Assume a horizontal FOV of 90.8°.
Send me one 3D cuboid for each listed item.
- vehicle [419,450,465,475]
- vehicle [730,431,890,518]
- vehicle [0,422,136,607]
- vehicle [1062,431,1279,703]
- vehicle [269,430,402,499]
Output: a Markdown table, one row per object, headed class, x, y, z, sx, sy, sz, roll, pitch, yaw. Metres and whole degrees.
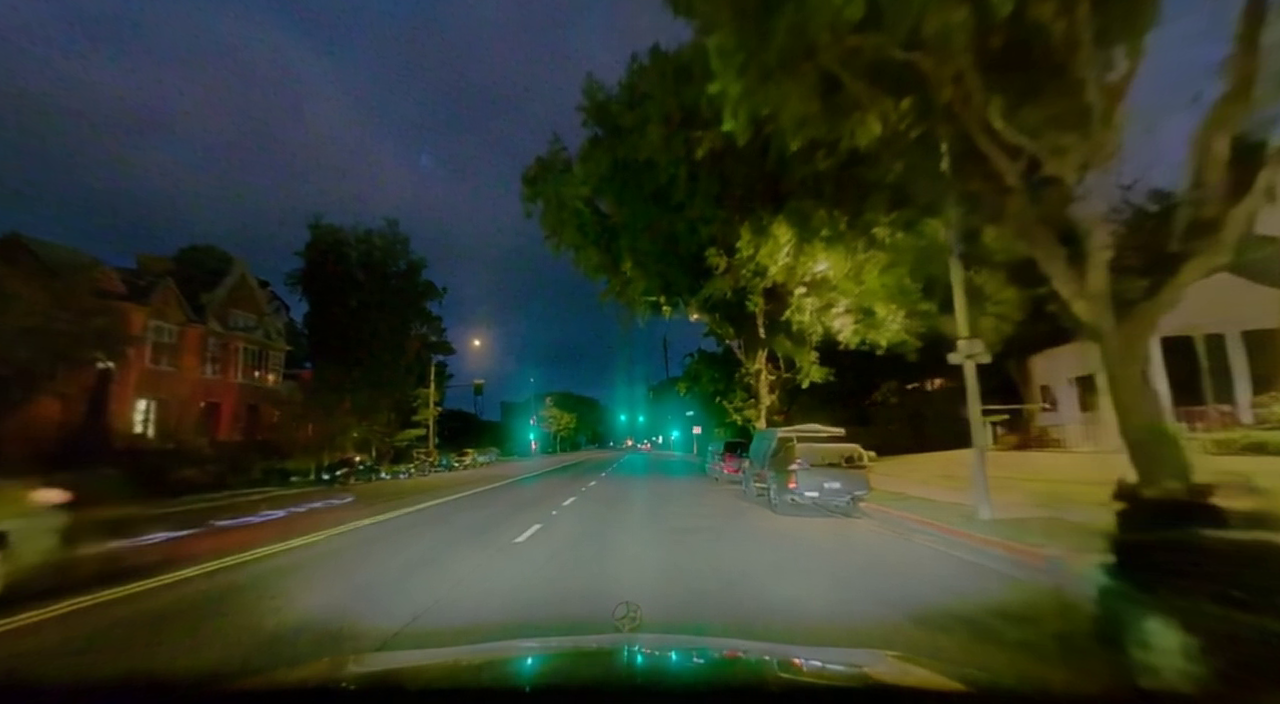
| class | x | y | z | sx | sy | sz | roll | pitch | yaw |
| --- | --- | --- | --- | --- | --- | --- | --- | --- | --- |
| vehicle | -13.968 | 7.780 | 44.819 | 1.876 | 1.495 | 4.647 | -4 | -9 | -2 |
| vehicle | 3.474 | 2.635 | 14.164 | 2.034 | 1.551 | 5.272 | 0 | -9 | -1 |
| vehicle | -7.101 | 1.352 | 4.736 | 2.120 | 1.726 | 5.445 | 0 | -9 | 0 |
| vehicle | 3.483 | 0.828 | 0.974 | 2.158 | 1.477 | 5.135 | 0 | -9 | 1 |
| vehicle | -10.049 | 3.733 | 21.363 | 2.202 | 2.036 | 4.710 | 0 | -9 | -1 |
